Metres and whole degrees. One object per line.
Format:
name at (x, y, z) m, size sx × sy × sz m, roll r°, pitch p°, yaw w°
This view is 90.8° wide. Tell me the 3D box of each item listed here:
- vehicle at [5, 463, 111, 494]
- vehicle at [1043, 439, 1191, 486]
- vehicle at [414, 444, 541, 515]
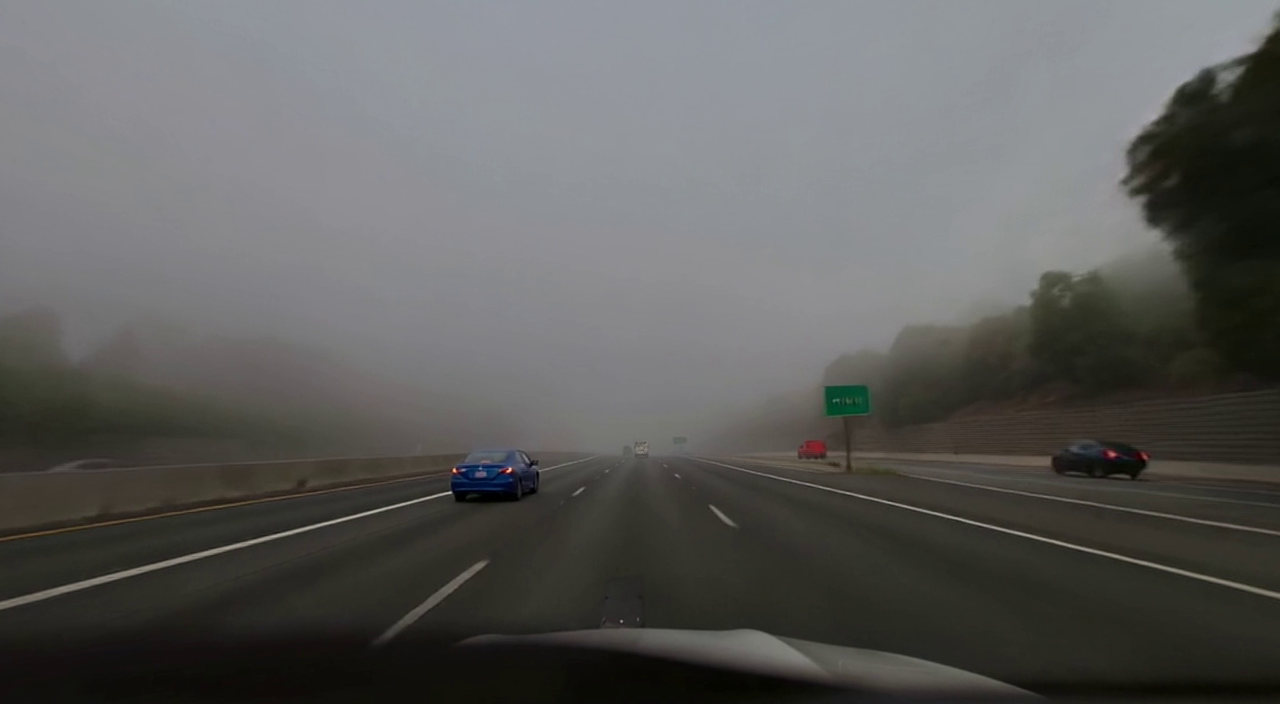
vehicle at (-31.205, 6.763, 34.005) m, size 1.763 × 1.463 × 4.259 m, roll 0°, pitch -9°, yaw -2°
vehicle at (16.282, 3.794, 21.904) m, size 1.805 × 1.427 × 4.447 m, roll -1°, pitch -9°, yaw 3°
vehicle at (-3.733, 2.996, 15.408) m, size 1.873 × 1.438 × 4.546 m, roll -1°, pitch -9°, yaw 1°
